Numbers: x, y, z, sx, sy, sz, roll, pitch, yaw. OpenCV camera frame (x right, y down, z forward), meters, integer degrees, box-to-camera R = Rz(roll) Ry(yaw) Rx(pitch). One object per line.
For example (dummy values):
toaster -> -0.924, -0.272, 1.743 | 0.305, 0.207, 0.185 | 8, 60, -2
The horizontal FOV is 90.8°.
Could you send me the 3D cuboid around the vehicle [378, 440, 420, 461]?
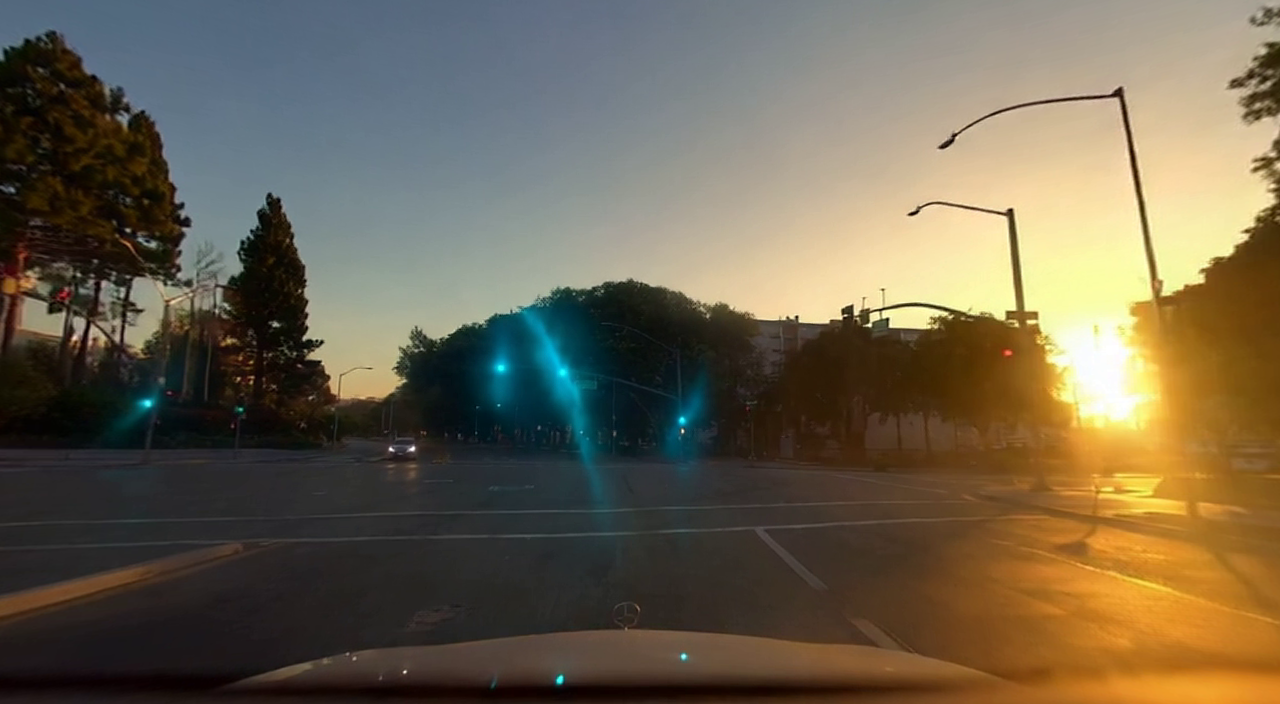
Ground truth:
vehicle -> -17.420, 7.137, 45.868 | 1.969, 1.464, 4.485 | 1, -9, -10
